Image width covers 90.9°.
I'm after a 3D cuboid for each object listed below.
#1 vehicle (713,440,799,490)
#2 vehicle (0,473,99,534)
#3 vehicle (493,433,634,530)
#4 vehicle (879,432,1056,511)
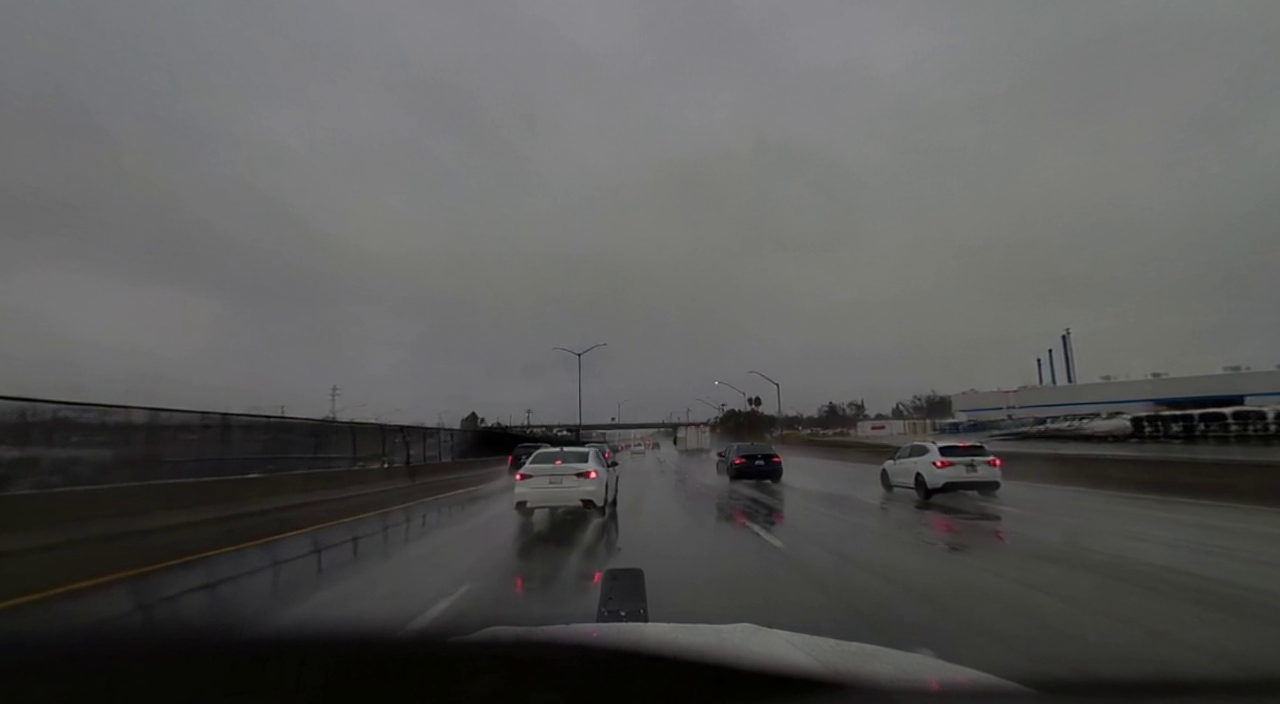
[{"bbox_3d":[3.711,3.670,20.984,1.942,1.453,4.329,0,-8,-1],"label":"vehicle"},{"bbox_3d":[-34.865,8.559,36.137,2.328,2.809,6.655,1,-8,-7],"label":"vehicle"},{"bbox_3d":[-1.272,2.459,12.739,2.067,1.555,4.851,-1,-8,2],"label":"vehicle"},{"bbox_3d":[7.169,2.631,14.367,1.860,1.520,3.961,0,-8,-1],"label":"vehicle"}]
